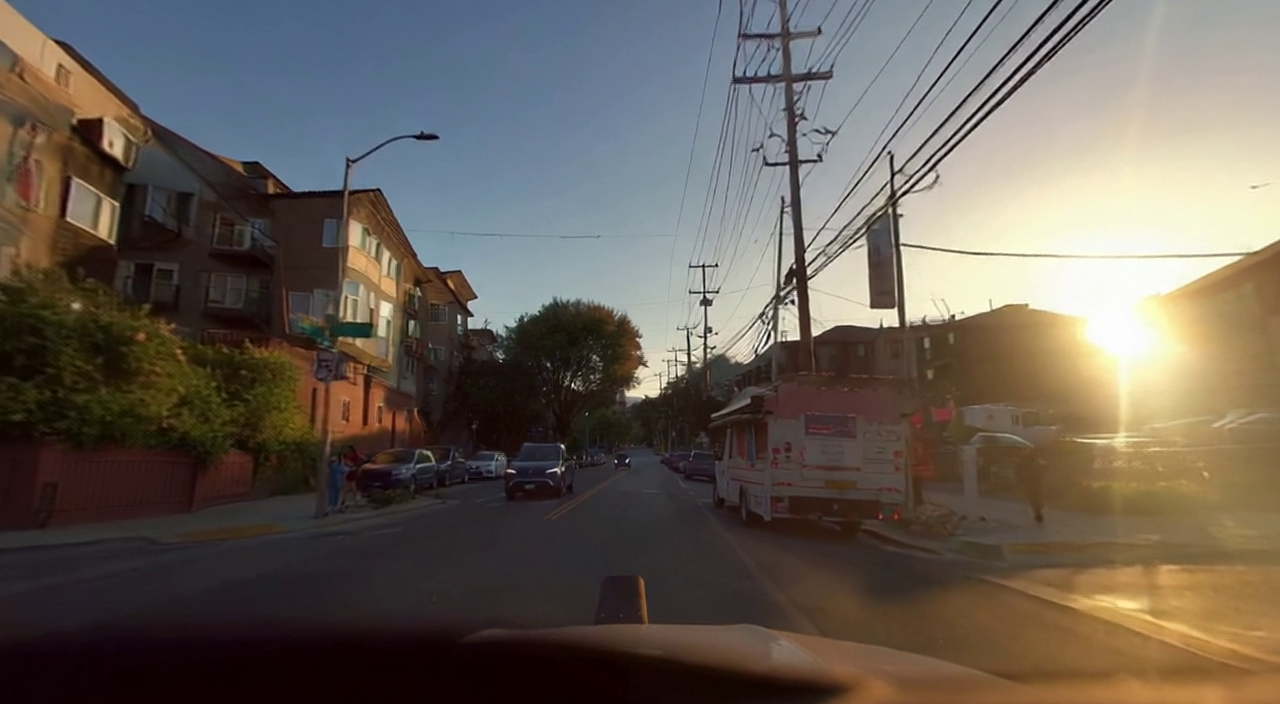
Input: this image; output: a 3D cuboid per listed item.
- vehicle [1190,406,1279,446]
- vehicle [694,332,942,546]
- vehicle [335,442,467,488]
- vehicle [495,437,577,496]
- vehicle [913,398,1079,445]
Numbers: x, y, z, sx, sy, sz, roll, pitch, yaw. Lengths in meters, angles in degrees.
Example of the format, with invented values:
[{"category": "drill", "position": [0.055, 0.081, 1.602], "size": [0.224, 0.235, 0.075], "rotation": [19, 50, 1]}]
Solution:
[{"category": "vehicle", "position": [23.812, 2.803, 23.668], "size": [4.641, 1.441, 1.745], "rotation": [0, -8, 2]}, {"category": "vehicle", "position": [3.085, 1.893, 13.781], "size": [2.886, 3.321, 7.809], "rotation": [0, -8, -2]}, {"category": "vehicle", "position": [-10.329, 4.931, 27.678], "size": [5.093, 1.855, 2.338], "rotation": [3, -10, -19]}, {"category": "vehicle", "position": [-3.283, 3.704, 20.835], "size": [1.952, 1.708, 4.096], "rotation": [0, -8, 1]}, {"category": "vehicle", "position": [11.570, 2.313, 20.738], "size": [4.396, 1.459, 1.749], "rotation": [0, -8, -1]}]
